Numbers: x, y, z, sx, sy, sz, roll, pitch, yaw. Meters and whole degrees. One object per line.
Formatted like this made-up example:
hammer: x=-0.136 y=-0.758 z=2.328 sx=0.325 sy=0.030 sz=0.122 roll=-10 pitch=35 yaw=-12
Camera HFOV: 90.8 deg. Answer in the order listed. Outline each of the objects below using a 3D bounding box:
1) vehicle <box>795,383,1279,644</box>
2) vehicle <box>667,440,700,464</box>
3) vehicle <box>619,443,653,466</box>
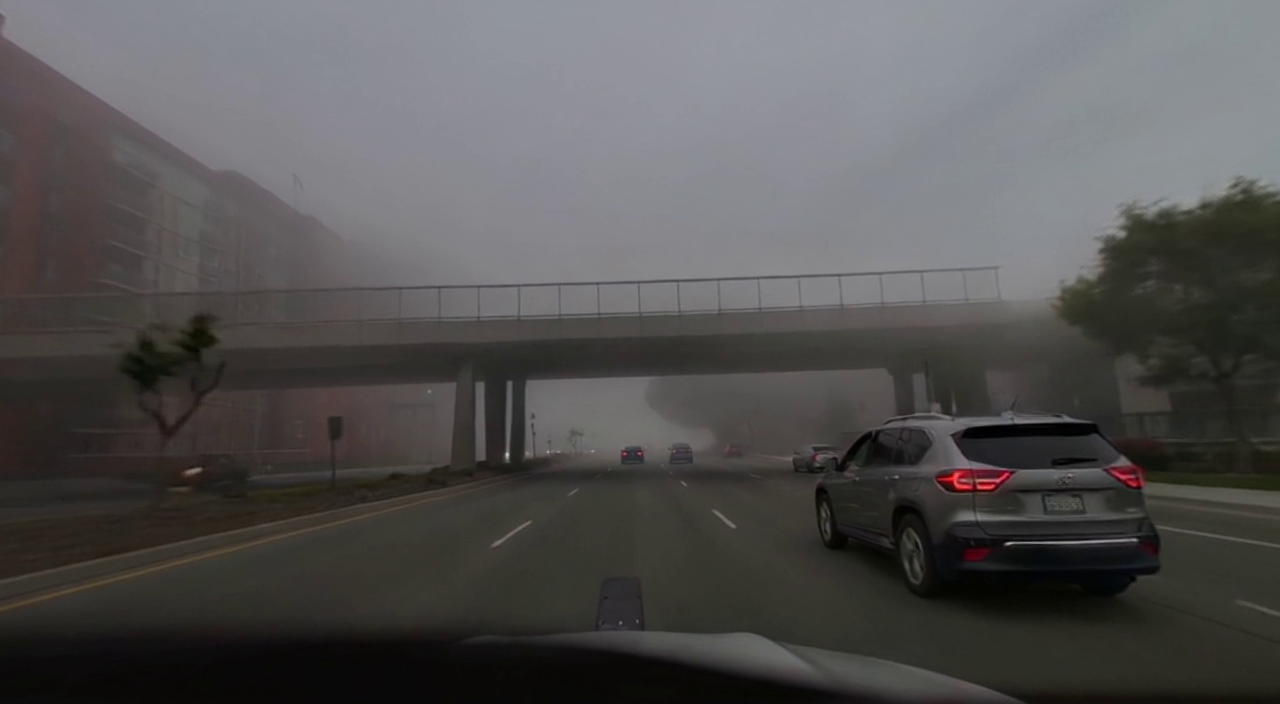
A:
vehicle: x=3.281 y=1.422 z=6.640 sx=2.130 sy=1.741 sz=4.665 roll=0 pitch=-8 yaw=0
vehicle: x=3.265 y=7.623 z=48.182 sx=2.165 sy=1.708 sz=3.928 roll=0 pitch=-8 yaw=-2
vehicle: x=-0.260 y=6.873 z=42.577 sx=2.173 sy=1.498 sz=4.528 roll=0 pitch=-8 yaw=0
